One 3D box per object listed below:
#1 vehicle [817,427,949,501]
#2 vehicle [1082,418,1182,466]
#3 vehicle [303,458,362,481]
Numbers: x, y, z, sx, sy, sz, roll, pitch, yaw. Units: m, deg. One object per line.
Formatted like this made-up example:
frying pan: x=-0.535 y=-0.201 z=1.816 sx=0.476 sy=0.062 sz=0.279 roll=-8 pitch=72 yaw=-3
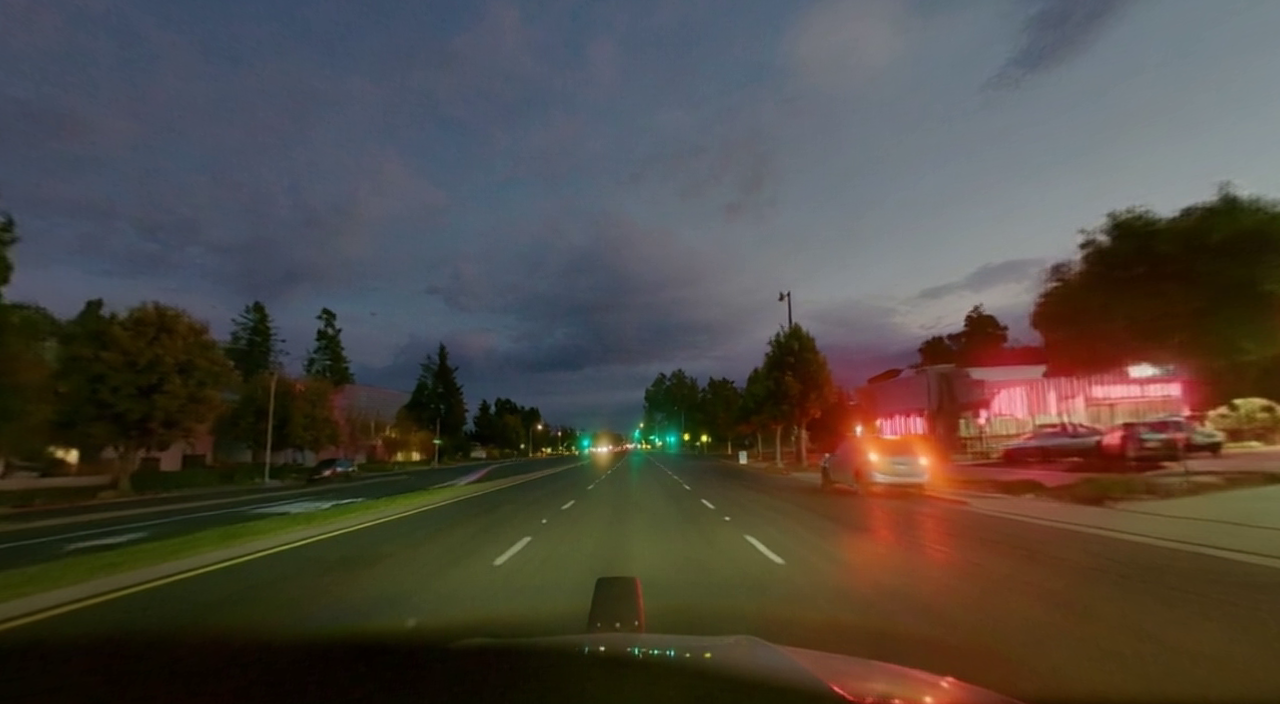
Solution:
vehicle: x=6.971 y=3.260 z=18.788 sx=1.954 sy=1.907 sz=4.736 roll=0 pitch=-9 yaw=-1
vehicle: x=14.352 y=2.629 z=18.387 sx=3.386 sy=1.301 sz=0.852 roll=5 pitch=-10 yaw=-28
vehicle: x=-22.285 y=8.523 z=46.088 sx=1.164 sy=1.469 sz=6.173 roll=0 pitch=-9 yaw=0
